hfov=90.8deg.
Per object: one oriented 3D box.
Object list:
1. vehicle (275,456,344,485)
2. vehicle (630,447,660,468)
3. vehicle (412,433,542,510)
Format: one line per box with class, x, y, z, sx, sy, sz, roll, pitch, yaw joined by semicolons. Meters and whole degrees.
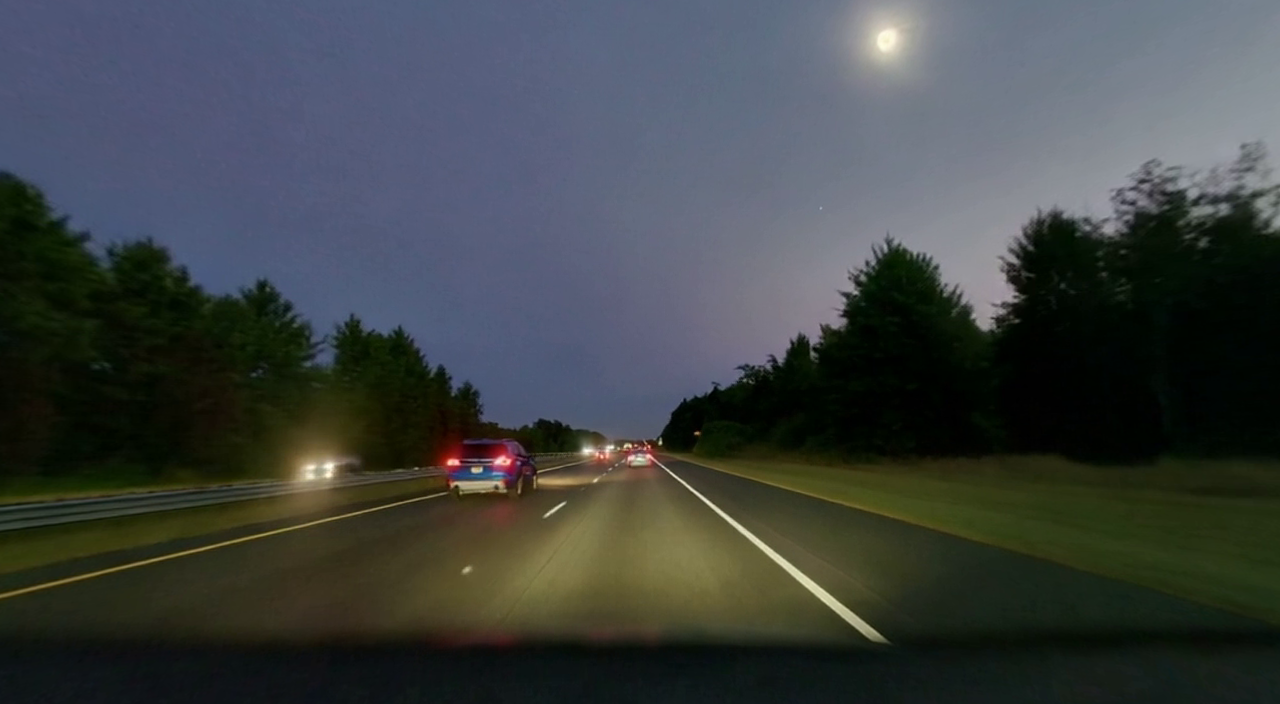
vehicle;-17.072;6.108;32.770;1.629;1.393;3.517;0;-9;1
vehicle;0.309;7.565;45.382;2.046;1.452;4.407;0;-9;-1
vehicle;-3.896;2.938;15.958;2.100;1.667;4.223;0;-9;0
